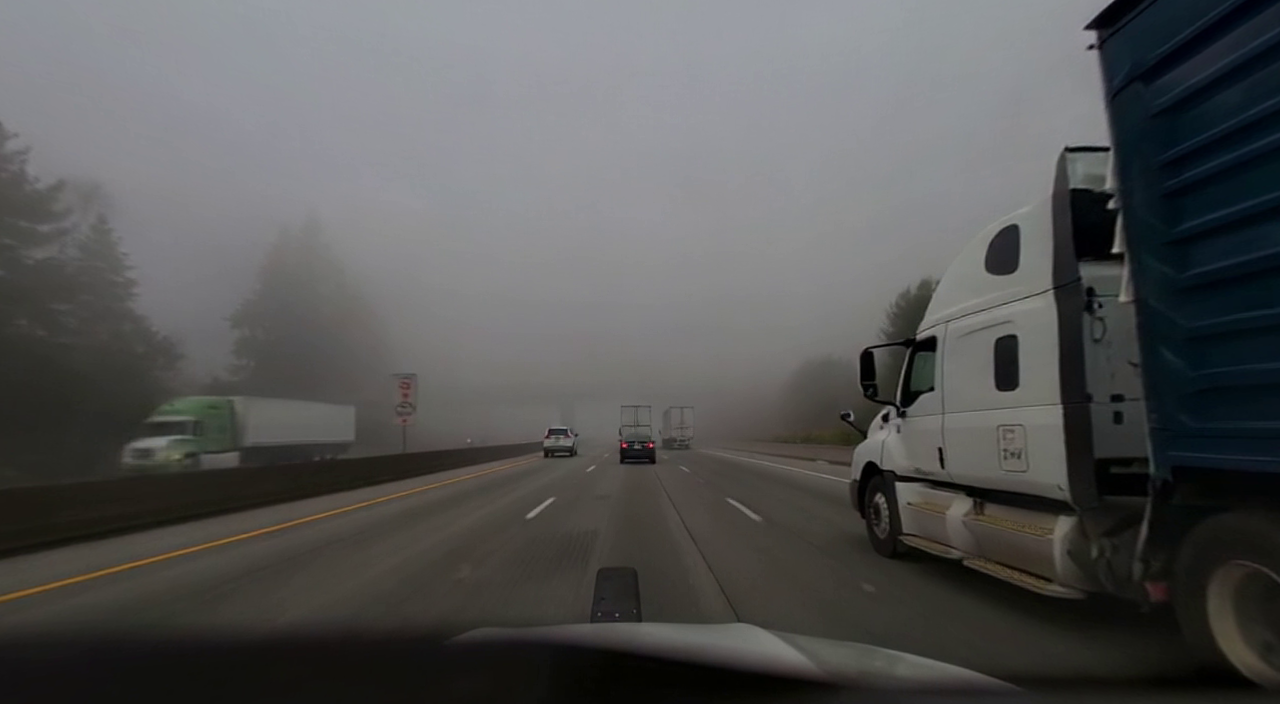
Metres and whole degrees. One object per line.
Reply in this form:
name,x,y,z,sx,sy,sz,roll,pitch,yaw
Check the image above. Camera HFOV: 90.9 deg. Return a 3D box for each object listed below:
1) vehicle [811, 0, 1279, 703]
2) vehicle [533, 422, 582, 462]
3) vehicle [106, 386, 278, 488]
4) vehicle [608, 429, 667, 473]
vehicle,3.690,0.084,4.082,2.783,3.483,7.836,0,-8,-1
vehicle,-4.312,4.805,33.792,2.013,1.961,4.692,0,-8,0
vehicle,-20.670,3.990,29.776,2.980,4.215,6.844,0,-8,-1
vehicle,-0.144,3.714,23.828,2.059,1.522,3.693,0,-8,-2
